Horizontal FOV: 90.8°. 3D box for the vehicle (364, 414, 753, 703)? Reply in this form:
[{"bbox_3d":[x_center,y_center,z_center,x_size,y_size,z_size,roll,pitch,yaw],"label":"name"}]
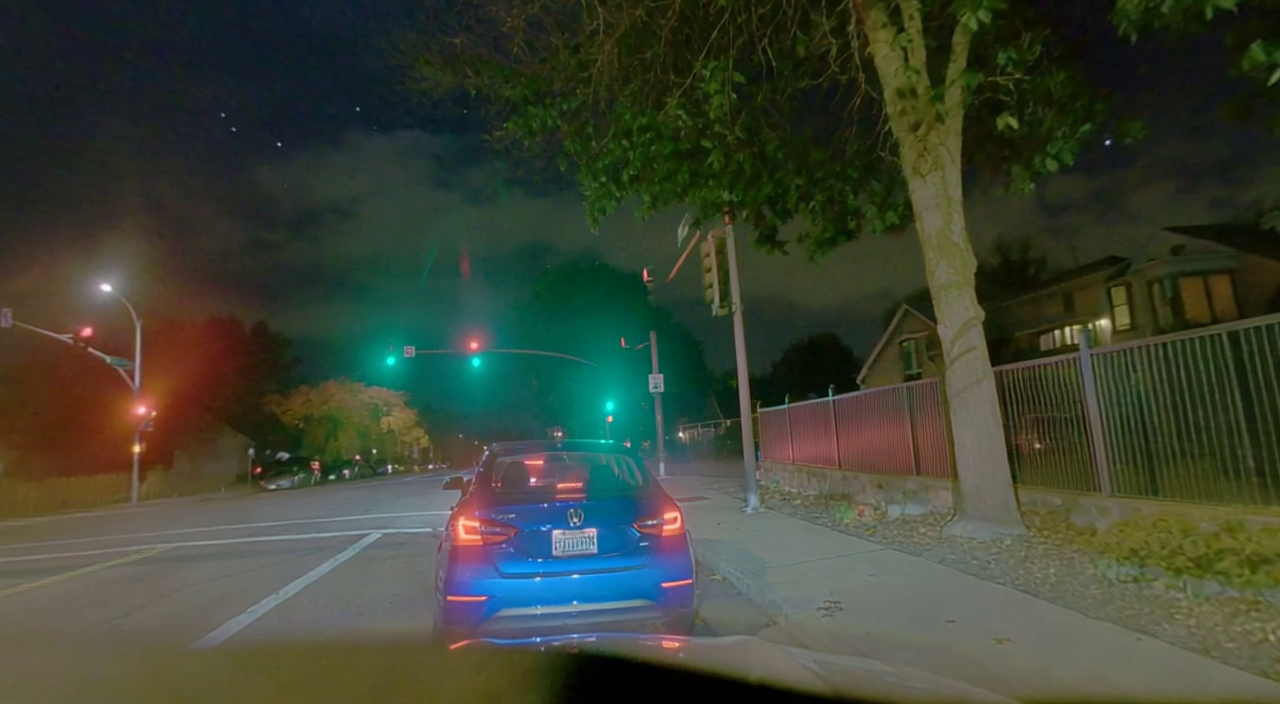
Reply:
[{"bbox_3d":[-0.669,1.363,5.229,2.024,1.502,3.702,1,-9,-9],"label":"vehicle"}]
